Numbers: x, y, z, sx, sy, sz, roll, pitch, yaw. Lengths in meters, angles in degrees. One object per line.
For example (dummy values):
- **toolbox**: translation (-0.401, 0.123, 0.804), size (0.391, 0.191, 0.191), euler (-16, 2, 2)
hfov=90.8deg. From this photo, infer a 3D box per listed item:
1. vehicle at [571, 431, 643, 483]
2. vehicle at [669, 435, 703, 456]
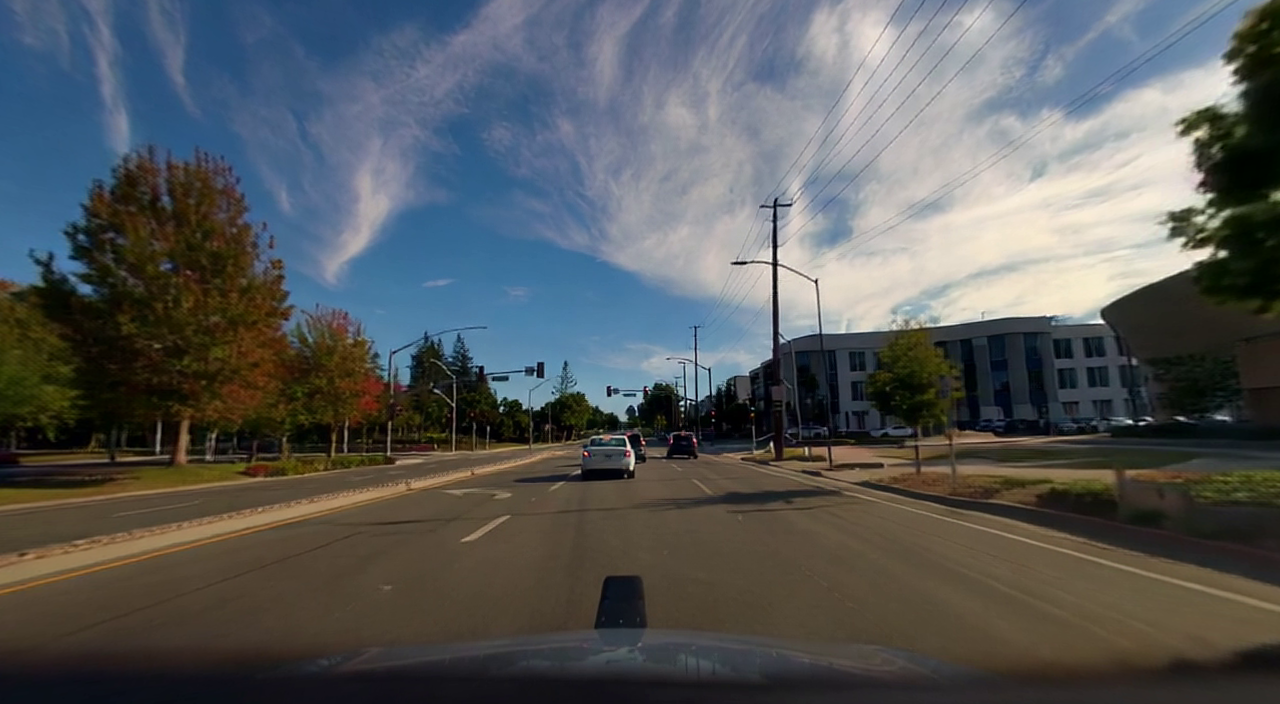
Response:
- **vehicle**: translation (-0.960, 3.314, 20.232), size (2.075, 1.470, 3.962), euler (0, -8, 0)
- **vehicle**: translation (3.331, 6.865, 46.321), size (1.945, 1.470, 4.363), euler (0, -8, -2)
